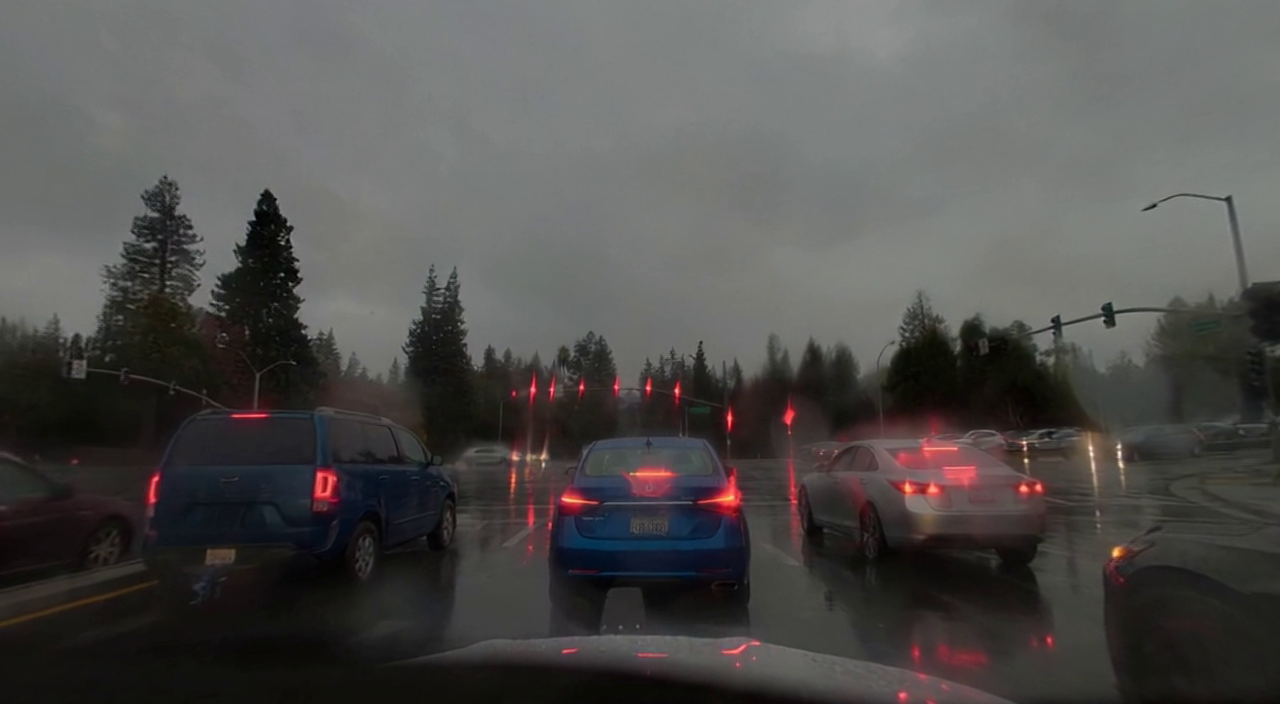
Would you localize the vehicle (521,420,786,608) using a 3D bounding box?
[{"bbox_3d":[0.051,1.600,7.139,2.114,1.482,4.056,0,-9,-2],"label":"vehicle"}]

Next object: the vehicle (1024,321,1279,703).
[{"bbox_3d":[3.227,0.621,1.252,2.178,1.691,4.314,0,-9,0],"label":"vehicle"}]

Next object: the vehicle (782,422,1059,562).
[{"bbox_3d":[3.534,1.848,9.064,1.874,1.487,4.404,0,-9,-1],"label":"vehicle"}]

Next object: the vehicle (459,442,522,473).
[{"bbox_3d":[-9.276,6.430,38.868,2.447,1.755,5.141,5,-10,-28],"label":"vehicle"}]

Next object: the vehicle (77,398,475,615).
[{"bbox_3d":[-3.420,1.535,7.160,1.958,1.693,4.242,0,-9,0],"label":"vehicle"}]
